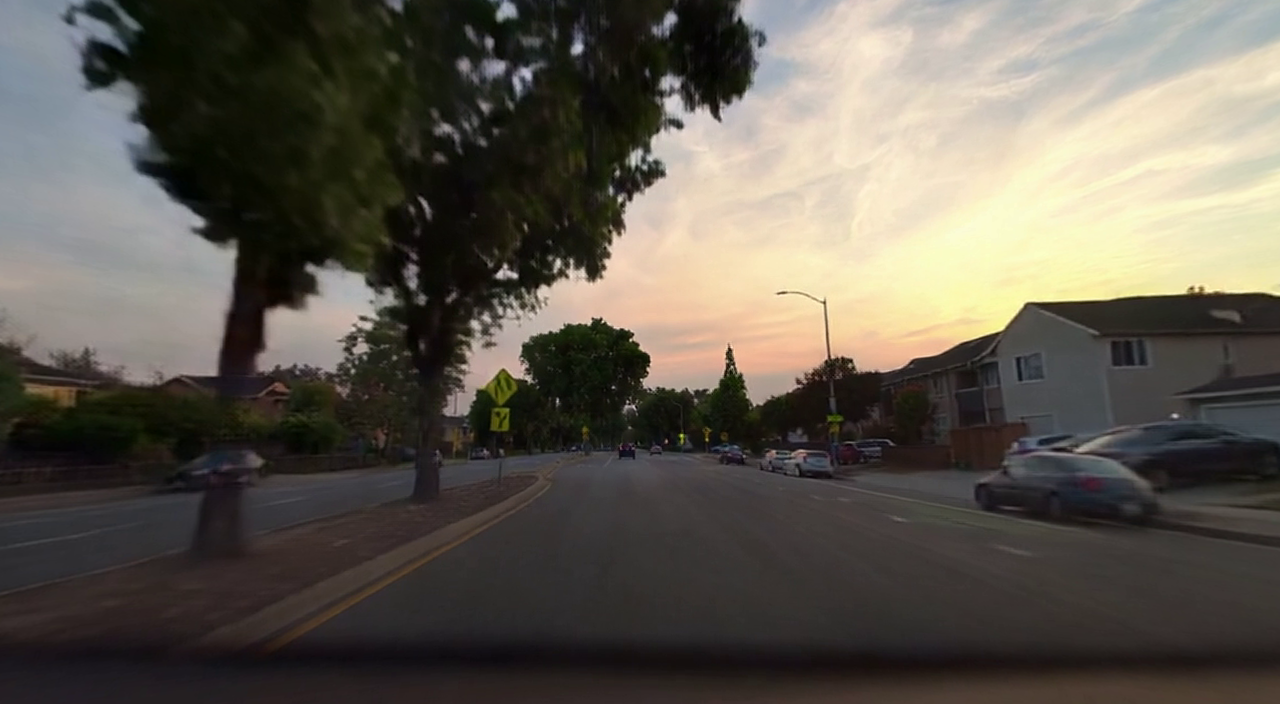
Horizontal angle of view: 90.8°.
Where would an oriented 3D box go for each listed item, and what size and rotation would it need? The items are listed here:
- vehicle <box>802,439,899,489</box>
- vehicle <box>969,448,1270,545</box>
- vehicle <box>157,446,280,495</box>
[{"bbox_3d":[8.460,4.551,26.002,2.100,1.821,4.991,0,-9,-2],"label":"vehicle"},{"bbox_3d":[9.032,2.704,12.685,2.009,1.493,4.983,0,-9,-2],"label":"vehicle"},{"bbox_3d":[-18.151,5.068,27.623,2.016,1.755,5.389,-3,-8,-4],"label":"vehicle"}]
